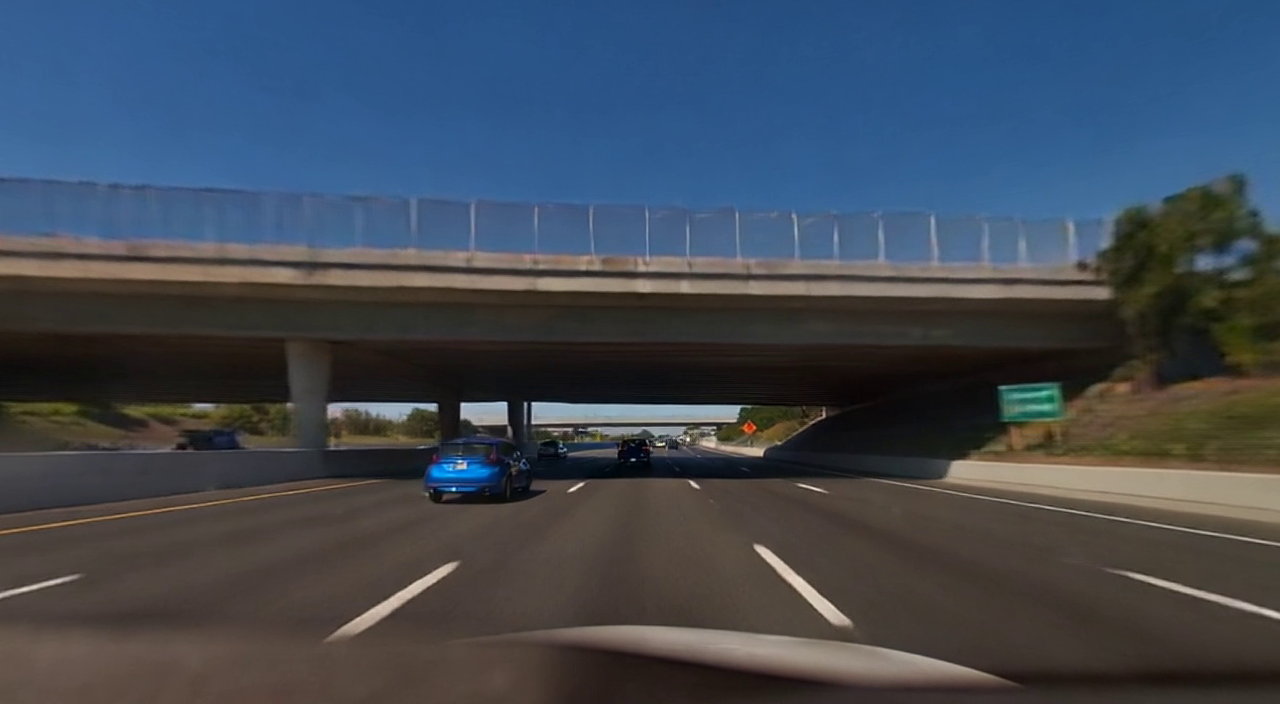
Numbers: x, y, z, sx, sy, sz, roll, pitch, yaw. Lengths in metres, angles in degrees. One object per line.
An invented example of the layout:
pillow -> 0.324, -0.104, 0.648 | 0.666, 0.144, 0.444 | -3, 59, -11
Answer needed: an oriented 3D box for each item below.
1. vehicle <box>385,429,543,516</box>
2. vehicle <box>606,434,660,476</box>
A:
vehicle -> -3.664, 2.606, 14.101 | 2.124, 1.607, 4.531 | 0, -9, 2
vehicle -> -0.246, 4.460, 27.372 | 2.155, 1.690, 4.318 | 0, -9, 1
